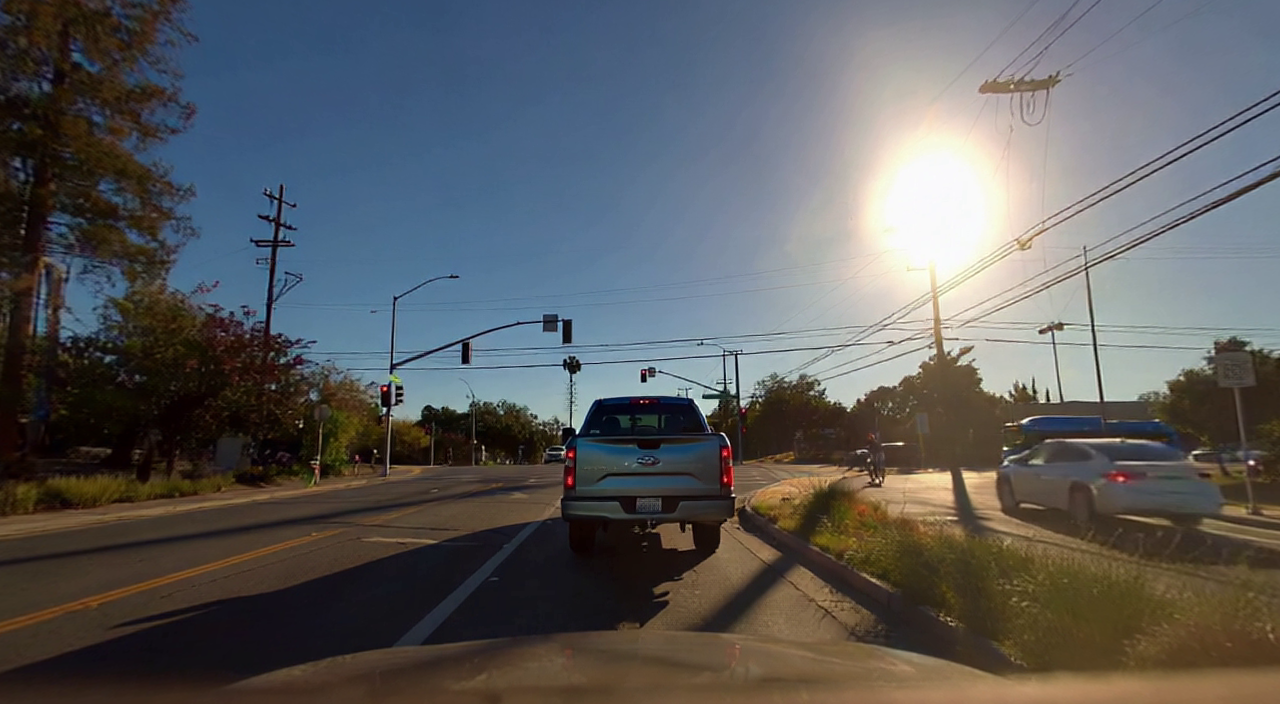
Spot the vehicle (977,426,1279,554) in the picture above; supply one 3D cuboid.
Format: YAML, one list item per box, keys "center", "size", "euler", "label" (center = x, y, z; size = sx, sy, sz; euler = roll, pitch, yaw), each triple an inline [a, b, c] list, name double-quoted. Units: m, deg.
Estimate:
- center: [7.286, 1.987, 9.859]
  size: [2.060, 1.496, 4.520]
  euler: [-2, -8, 8]
  label: "vehicle"

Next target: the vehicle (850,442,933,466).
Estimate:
- center: [16.333, 6.638, 41.221]
  size: [4.578, 1.490, 1.935]
  euler: [-1, -8, 3]
  label: "vehicle"

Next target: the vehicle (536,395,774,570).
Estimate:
- center: [0.123, 1.889, 10.051]
  size: [2.707, 1.964, 5.485]
  euler: [0, -8, -1]
  label: "vehicle"
